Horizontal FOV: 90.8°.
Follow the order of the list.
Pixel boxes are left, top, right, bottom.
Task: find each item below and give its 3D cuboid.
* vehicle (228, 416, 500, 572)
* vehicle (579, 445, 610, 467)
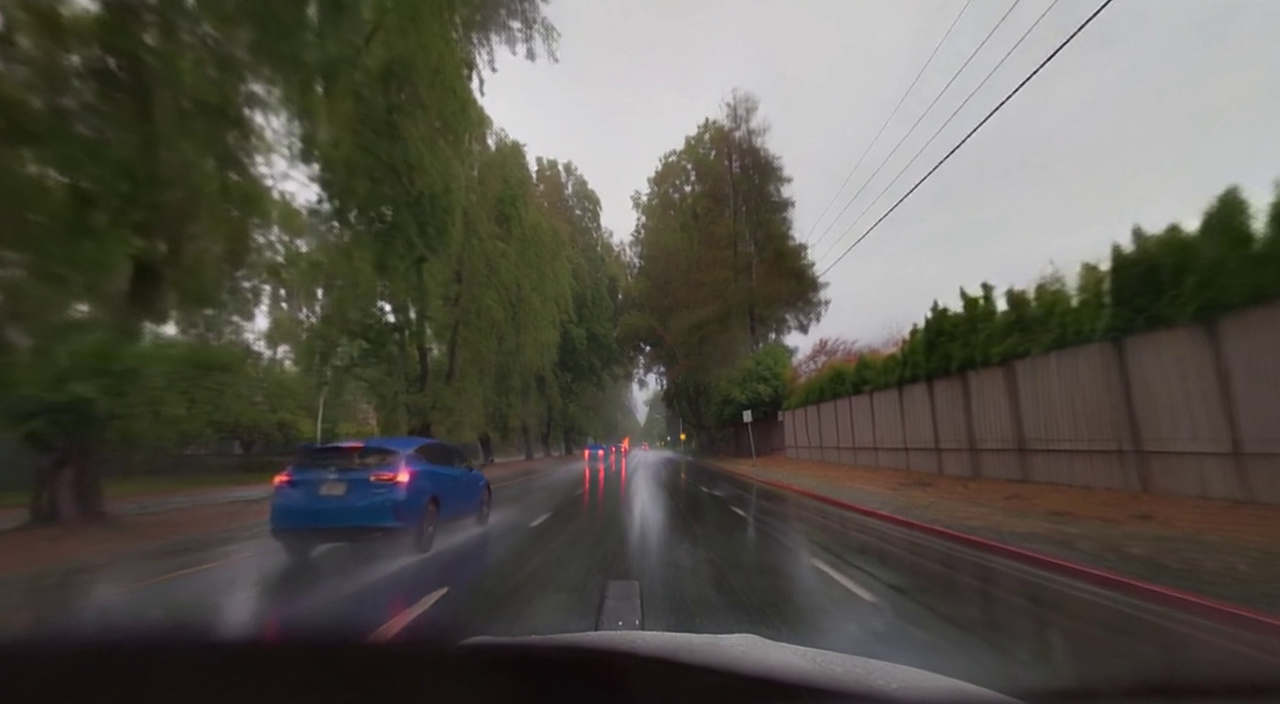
[{"bbox_3d":[-3.498,1.876,9.164,1.919,1.650,4.546,0,-8,-1],"label":"vehicle"},{"bbox_3d":[-3.152,7.363,44.943,1.870,1.431,4.317,0,-8,0],"label":"vehicle"}]
